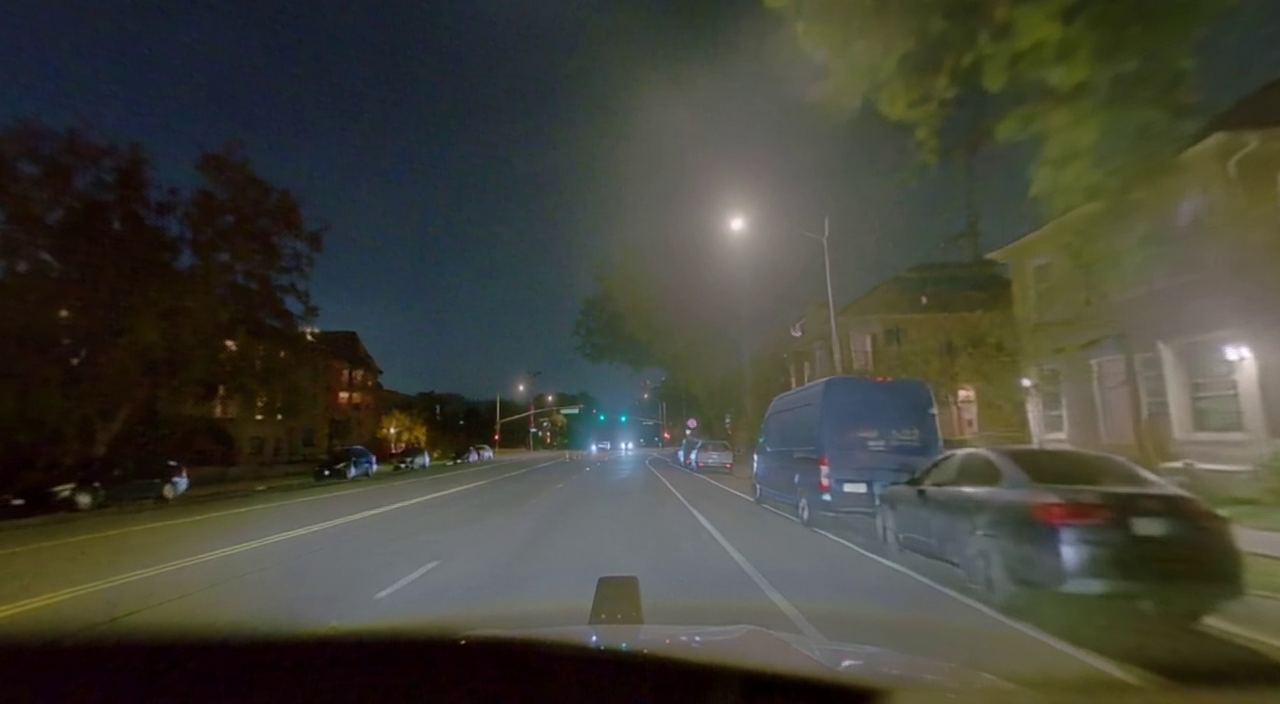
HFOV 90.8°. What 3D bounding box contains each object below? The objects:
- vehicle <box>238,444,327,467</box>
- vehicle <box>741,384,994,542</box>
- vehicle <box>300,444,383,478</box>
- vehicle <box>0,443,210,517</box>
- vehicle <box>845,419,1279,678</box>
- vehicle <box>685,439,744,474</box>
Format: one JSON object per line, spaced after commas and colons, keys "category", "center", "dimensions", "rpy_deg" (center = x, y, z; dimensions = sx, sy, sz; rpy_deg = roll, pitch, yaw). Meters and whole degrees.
{"category": "vehicle", "center": [-23.079, 6.701, 40.918], "dimensions": [4.599, 1.433, 1.863], "rpy_deg": [1, -9, -3]}
{"category": "vehicle", "center": [3.582, 1.937, 11.525], "dimensions": [2.521, 2.168, 5.478], "rpy_deg": [0, -8, 0]}
{"category": "vehicle", "center": [-14.803, 5.405, 31.705], "dimensions": [1.923, 1.535, 4.862], "rpy_deg": [0, -8, -2]}
{"category": "vehicle", "center": [-14.331, 3.268, 16.845], "dimensions": [2.045, 1.636, 5.214], "rpy_deg": [0, -8, 0]}
{"category": "vehicle", "center": [3.799, 1.474, 6.000], "dimensions": [1.994, 1.450, 4.662], "rpy_deg": [1, -8, -2]}
{"category": "vehicle", "center": [3.321, 4.744, 28.982], "dimensions": [1.956, 1.468, 4.524], "rpy_deg": [0, -8, -2]}
